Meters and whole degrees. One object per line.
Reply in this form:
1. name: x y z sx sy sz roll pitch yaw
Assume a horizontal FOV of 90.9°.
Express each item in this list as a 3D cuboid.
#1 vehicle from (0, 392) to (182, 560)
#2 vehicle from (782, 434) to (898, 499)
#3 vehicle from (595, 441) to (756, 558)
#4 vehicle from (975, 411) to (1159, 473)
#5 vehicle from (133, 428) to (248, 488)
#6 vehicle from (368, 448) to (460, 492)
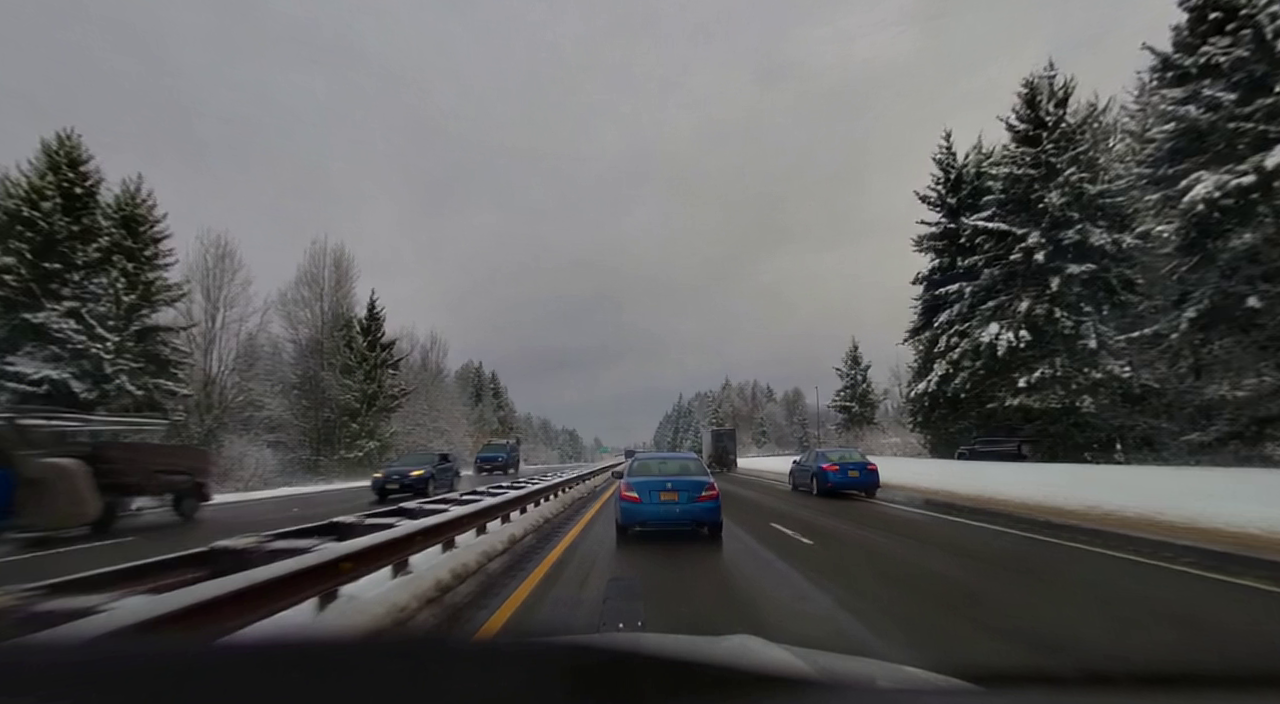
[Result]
1. vehicle: -12.749 2.123 10.653 2.861 2.937 9.492 0 -9 0
2. vehicle: 6.265 3.662 20.418 2.177 1.827 4.565 0 -9 -1
3. vehicle: 0.463 2.215 10.117 2.076 1.485 3.774 0 -9 0
4. vehicle: 31.547 6.967 48.093 2.822 3.996 14.073 1 -9 -7
5. vehicle: -33.507 7.896 47.449 2.902 3.981 7.819 -3 -8 0
6. vehicle: -8.459 4.448 24.059 1.834 1.485 4.269 -1 -9 1
